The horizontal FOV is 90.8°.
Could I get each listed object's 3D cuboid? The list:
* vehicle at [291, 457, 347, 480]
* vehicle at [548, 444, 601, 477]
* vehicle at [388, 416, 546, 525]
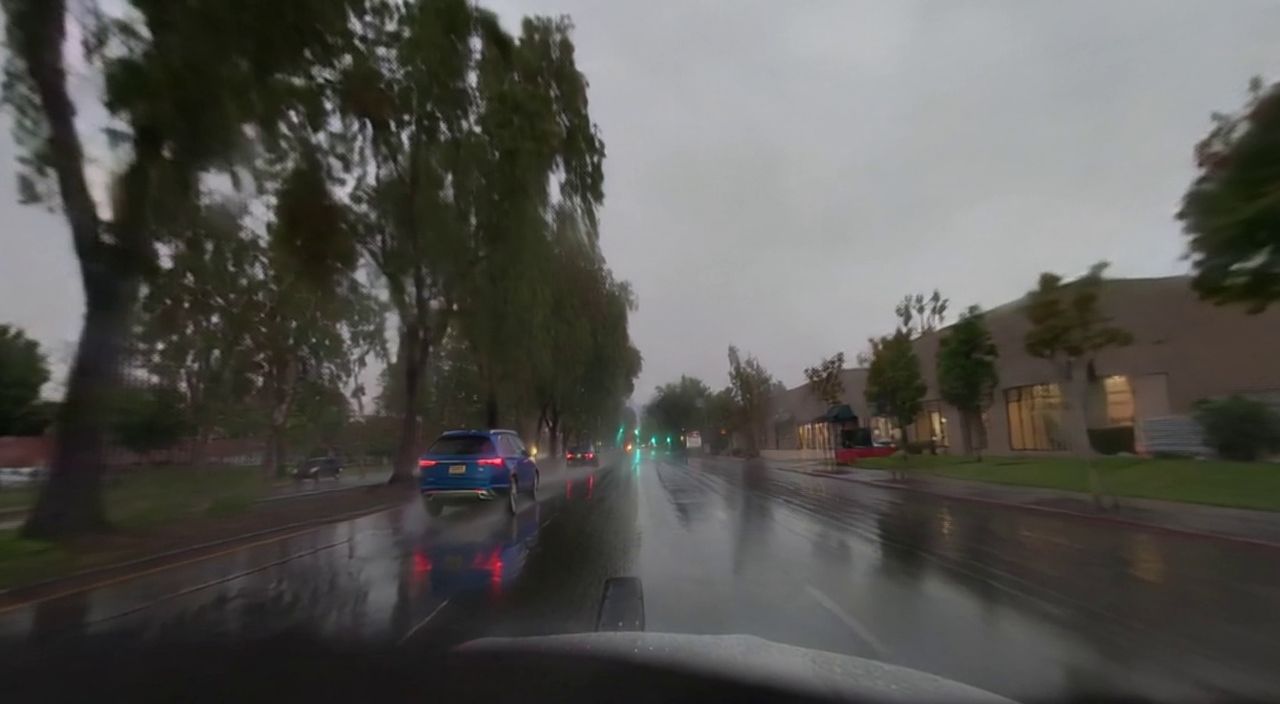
[{"bbox_3d":[-22.917,8.305,45.272,1.906,1.494,3.966,0,-9,0],"label":"vehicle"},{"bbox_3d":[-3.045,5.179,30.466,2.069,1.470,4.601,0,-9,0],"label":"vehicle"},{"bbox_3d":[-3.267,2.345,12.986,2.042,1.817,4.364,0,-9,-1],"label":"vehicle"}]
